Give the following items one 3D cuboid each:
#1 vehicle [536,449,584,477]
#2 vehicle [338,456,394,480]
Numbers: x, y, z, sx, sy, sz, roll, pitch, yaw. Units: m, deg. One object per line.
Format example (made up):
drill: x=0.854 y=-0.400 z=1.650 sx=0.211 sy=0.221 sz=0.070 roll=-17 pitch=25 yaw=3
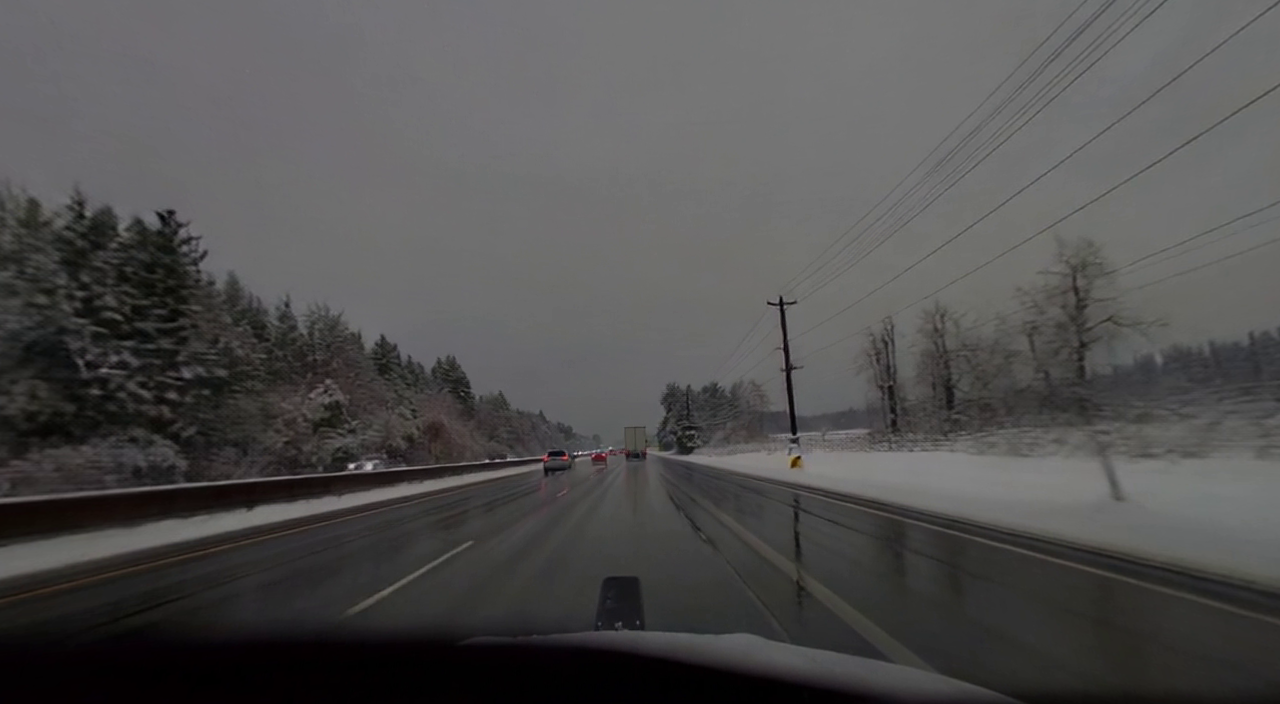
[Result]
vehicle: x=-4.429 y=6.215 z=35.533 sx=2.106 sy=1.445 sz=4.404 roll=0 pitch=-9 yaw=0
vehicle: x=-18.102 y=7.649 z=41.826 sx=1.830 sy=1.469 sz=4.110 roll=0 pitch=-9 yaw=0
